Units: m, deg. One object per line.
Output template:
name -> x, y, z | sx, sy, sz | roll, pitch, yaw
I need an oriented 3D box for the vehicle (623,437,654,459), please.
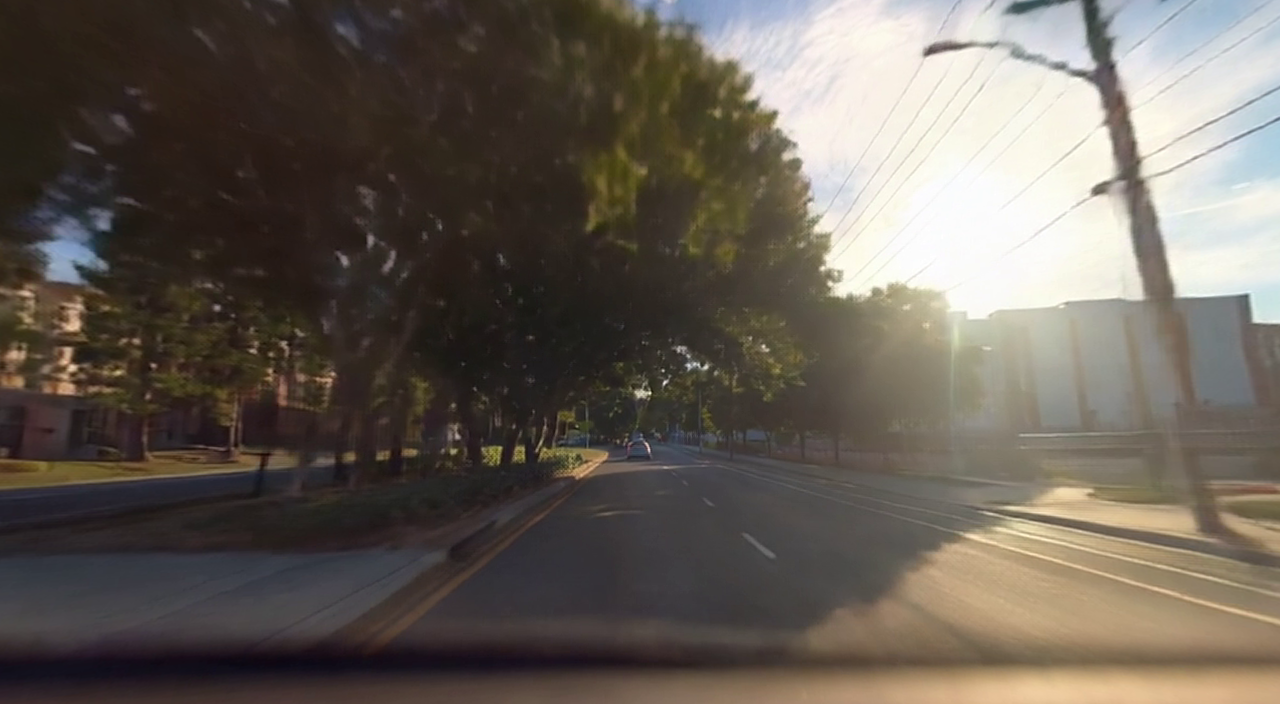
vehicle -> -0.132, 6.877, 45.588 | 2.109, 1.501, 4.042 | 0, -8, -1
